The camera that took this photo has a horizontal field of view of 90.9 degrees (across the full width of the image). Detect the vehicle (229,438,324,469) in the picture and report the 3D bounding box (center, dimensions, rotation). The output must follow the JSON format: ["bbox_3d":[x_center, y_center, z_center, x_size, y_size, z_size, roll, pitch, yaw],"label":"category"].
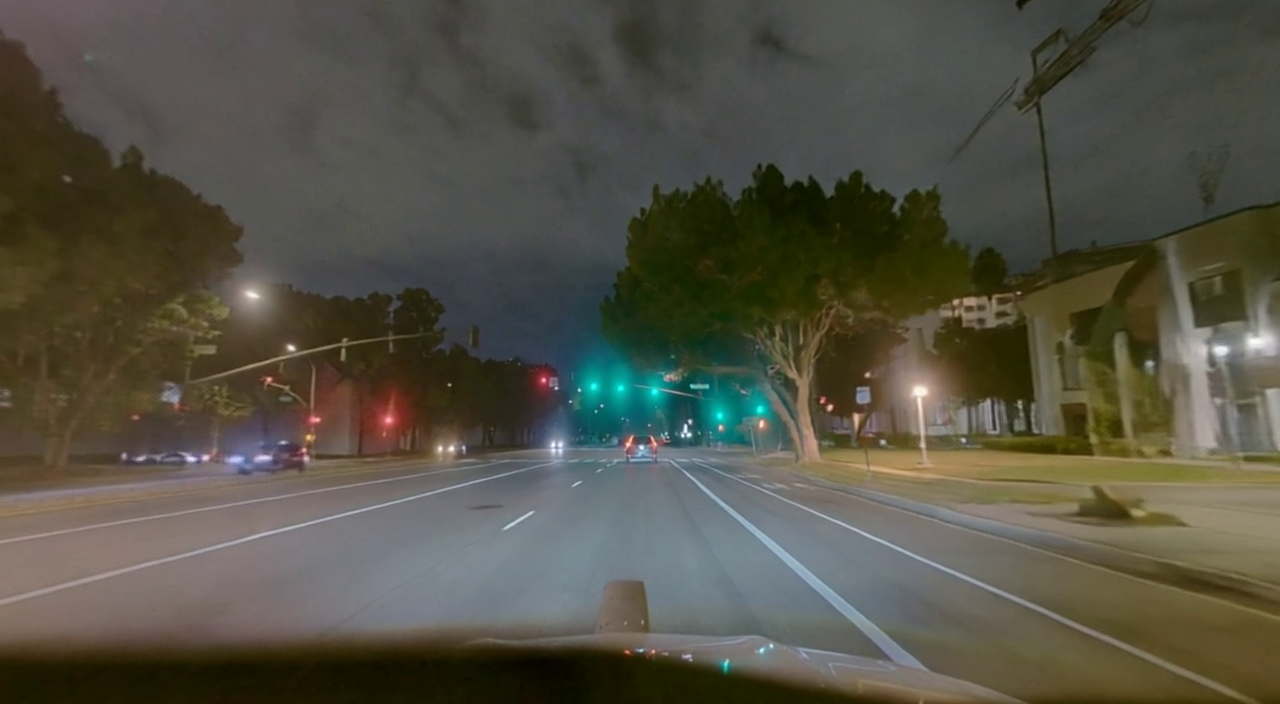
[{"bbox_3d":[-18.021,5.041,31.566,1.986,1.438,4.620,0,-8,0],"label":"vehicle"}]

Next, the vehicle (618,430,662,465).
[{"bbox_3d":[0.000,5.052,33.415,2.169,1.751,4.276,0,-8,0],"label":"vehicle"}]
